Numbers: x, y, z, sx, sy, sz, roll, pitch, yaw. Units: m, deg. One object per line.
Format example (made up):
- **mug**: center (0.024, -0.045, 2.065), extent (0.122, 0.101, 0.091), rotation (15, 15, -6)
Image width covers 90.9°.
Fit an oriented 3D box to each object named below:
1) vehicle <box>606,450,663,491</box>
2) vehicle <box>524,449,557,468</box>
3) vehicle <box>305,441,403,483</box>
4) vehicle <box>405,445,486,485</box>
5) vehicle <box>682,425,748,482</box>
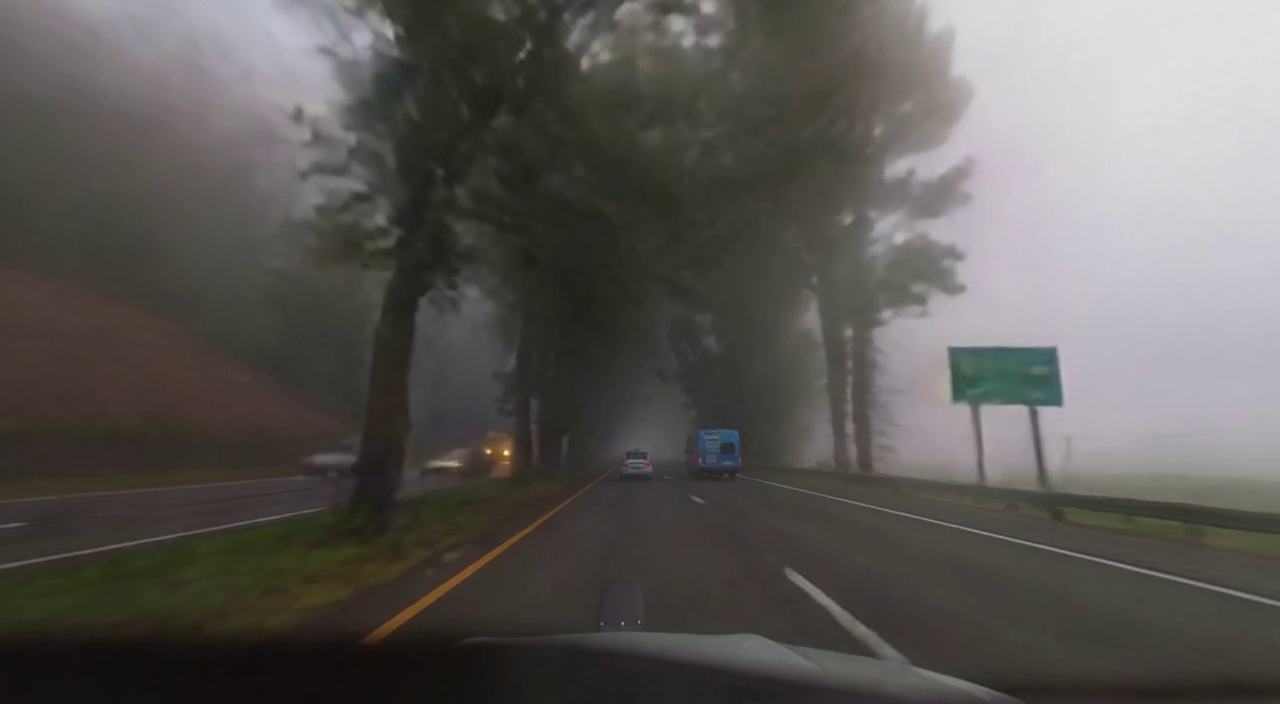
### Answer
- **vehicle**: center (-0.224, 4.539, 24.412), extent (2.037, 1.417, 3.885), rotation (0, -9, -1)
- **vehicle**: center (-7.739, 8.280, 49.133), extent (1.911, 1.461, 3.984), rotation (0, -9, 0)
- **vehicle**: center (-11.836, 4.578, 26.442), extent (2.083, 1.616, 4.311), rotation (0, -9, 0)
- **vehicle**: center (-7.819, 4.582, 25.797), extent (1.952, 1.449, 4.276), rotation (0, -9, 0)
- **vehicle**: center (3.754, 5.288, 32.956), extent (2.513, 2.633, 5.930), rotation (0, -9, -2)
